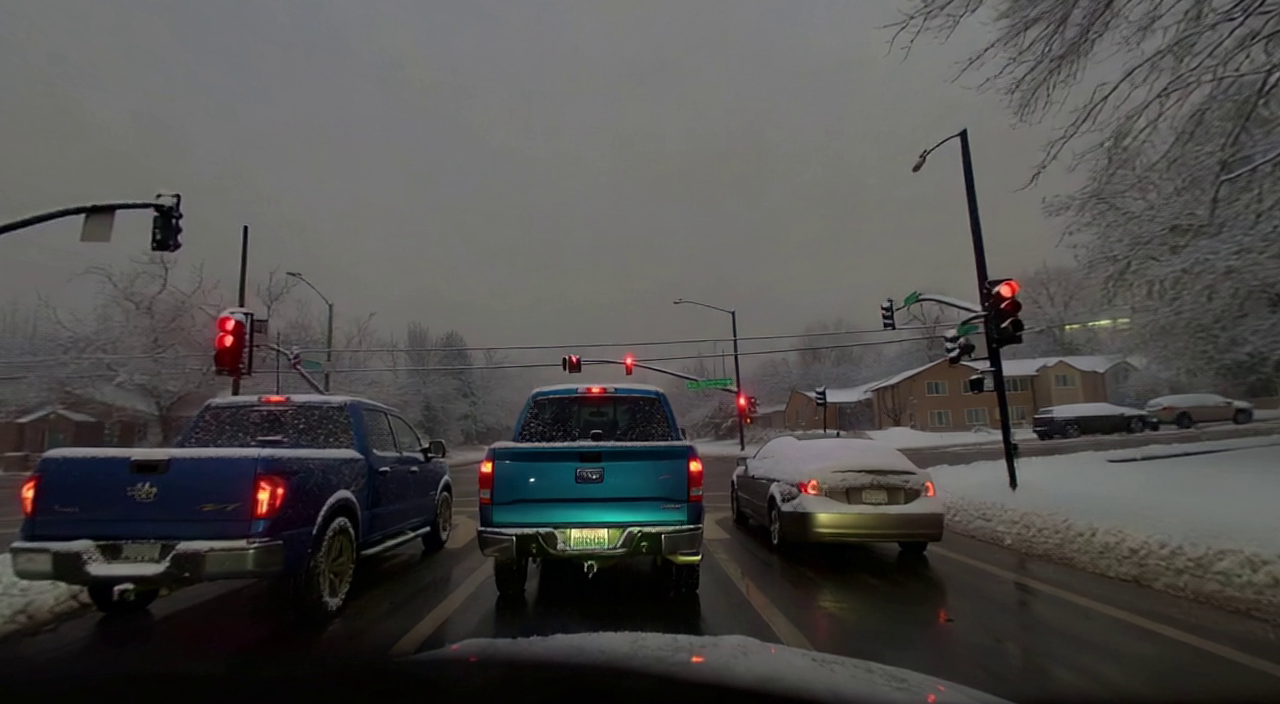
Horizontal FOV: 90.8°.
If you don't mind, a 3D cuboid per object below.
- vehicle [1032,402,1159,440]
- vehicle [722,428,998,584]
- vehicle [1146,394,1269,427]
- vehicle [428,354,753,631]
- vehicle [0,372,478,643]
[{"bbox_3d":[23.299,3.592,32.488,4.721,1.866,2.188,0,-9,2],"label":"vehicle"},{"bbox_3d":[2.405,1.815,8.317,2.016,1.481,4.336,0,-9,-1],"label":"vehicle"},{"bbox_3d":[29.275,3.049,32.685,4.540,1.543,1.803,0,-9,1],"label":"vehicle"},{"bbox_3d":[-0.376,1.312,6.767,2.282,1.964,4.421,0,-9,-1],"label":"vehicle"},{"bbox_3d":[-3.464,1.431,6.944,2.146,1.828,5.148,0,-9,-2],"label":"vehicle"}]
